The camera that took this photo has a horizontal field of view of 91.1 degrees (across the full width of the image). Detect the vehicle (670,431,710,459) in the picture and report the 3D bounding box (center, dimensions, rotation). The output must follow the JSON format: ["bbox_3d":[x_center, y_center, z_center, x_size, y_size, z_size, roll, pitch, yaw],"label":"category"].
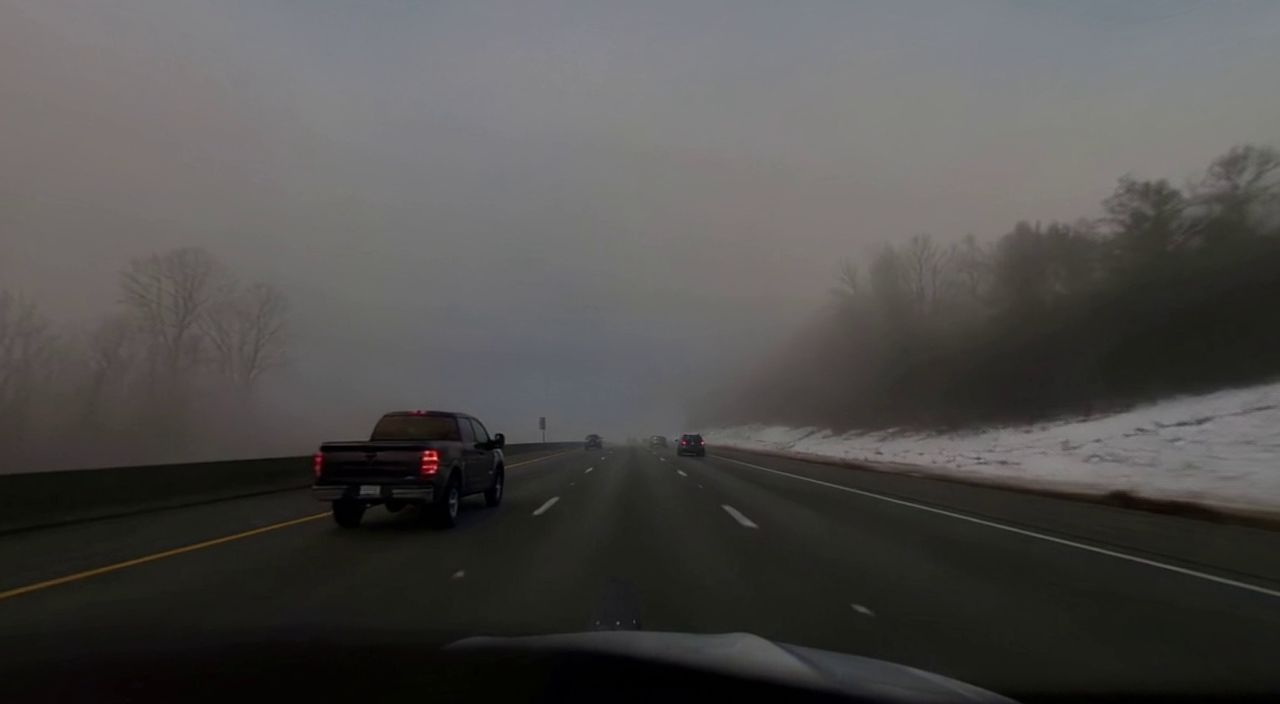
[{"bbox_3d":[3.169,5.969,40.539,2.124,1.696,4.173,0,-8,-2],"label":"vehicle"}]

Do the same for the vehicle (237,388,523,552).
[{"bbox_3d":[-3.247,1.590,9.193,2.185,1.772,4.656,0,-8,0],"label":"vehicle"}]
